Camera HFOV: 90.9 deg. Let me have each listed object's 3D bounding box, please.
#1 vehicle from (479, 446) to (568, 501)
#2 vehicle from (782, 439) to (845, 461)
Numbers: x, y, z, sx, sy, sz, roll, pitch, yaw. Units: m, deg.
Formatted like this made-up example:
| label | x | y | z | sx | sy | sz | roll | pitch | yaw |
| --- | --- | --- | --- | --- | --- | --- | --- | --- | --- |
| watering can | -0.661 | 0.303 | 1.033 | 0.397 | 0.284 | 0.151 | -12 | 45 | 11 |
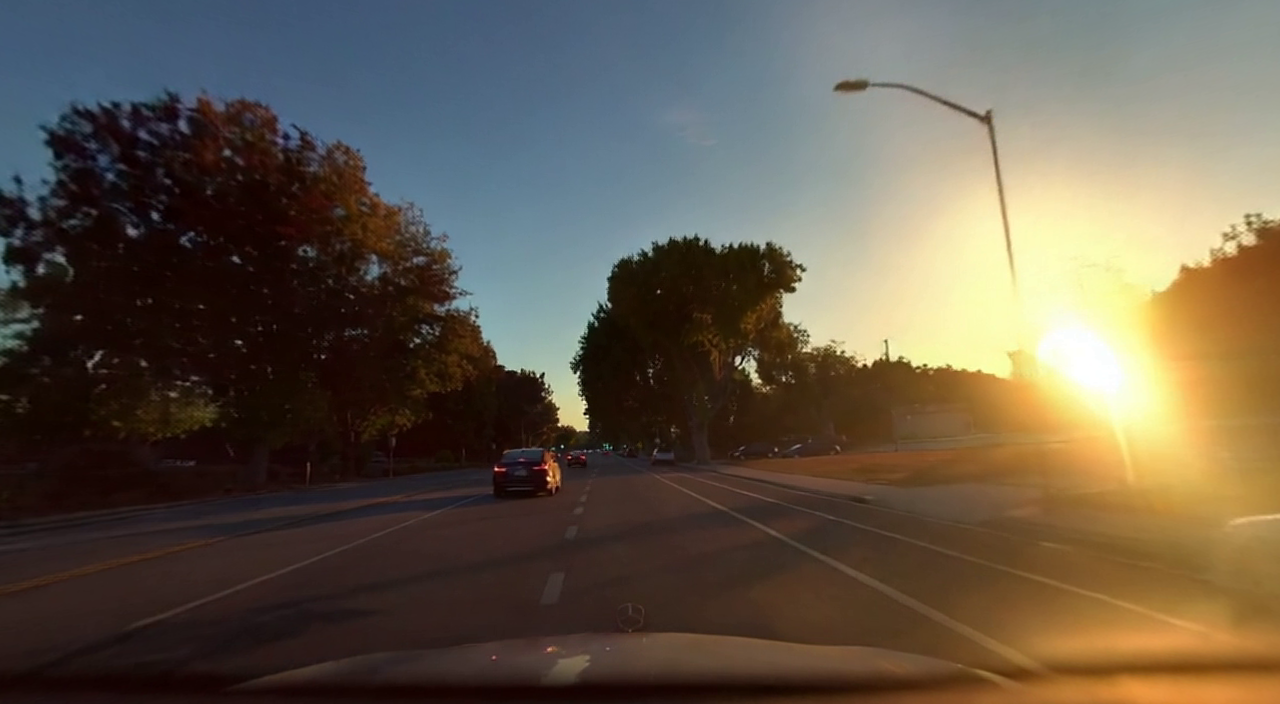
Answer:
| label | x | y | z | sx | sy | sz | roll | pitch | yaw |
| --- | --- | --- | --- | --- | --- | --- | --- | --- | --- |
| vehicle | -3.432 | 3.640 | 19.435 | 2.099 | 1.470 | 4.302 | 0 | -8 | -3 |
| vehicle | 12.746 | 7.192 | 46.374 | 3.965 | 1.543 | 2.021 | 0 | -8 | -3 |
